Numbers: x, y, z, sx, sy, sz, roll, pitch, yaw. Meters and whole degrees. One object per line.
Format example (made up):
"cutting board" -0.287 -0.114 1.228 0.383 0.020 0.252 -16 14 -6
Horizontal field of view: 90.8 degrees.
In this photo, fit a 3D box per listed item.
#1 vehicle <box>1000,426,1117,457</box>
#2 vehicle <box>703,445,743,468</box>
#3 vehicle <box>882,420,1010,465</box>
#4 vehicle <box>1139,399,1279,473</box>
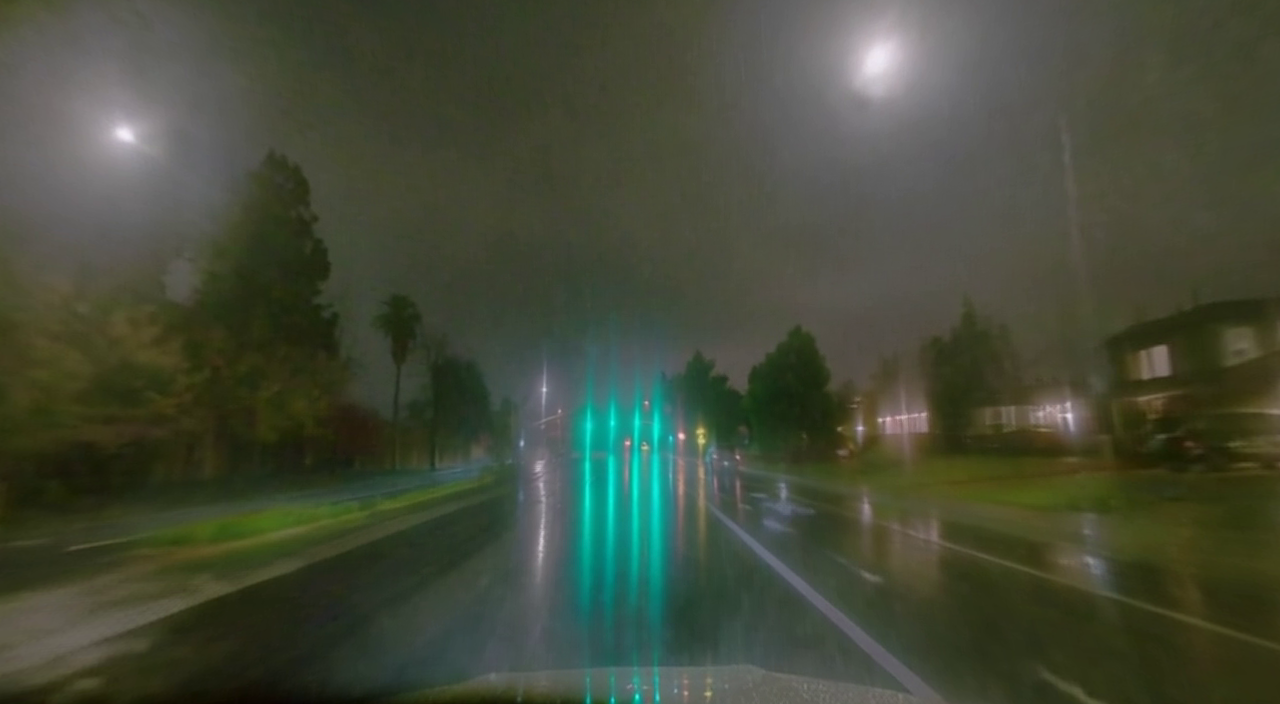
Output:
"vehicle" 21.016 4.522 31.844 4.479 1.474 1.907 0 -8 -1
"vehicle" 5.259 6.706 40.769 1.984 1.418 4.709 0 -9 1
"vehicle" 15.193 4.557 31.603 5.136 1.795 2.244 -4 -9 -3
"vehicle" 15.137 2.122 15.604 1.908 1.610 4.582 0 -9 2
